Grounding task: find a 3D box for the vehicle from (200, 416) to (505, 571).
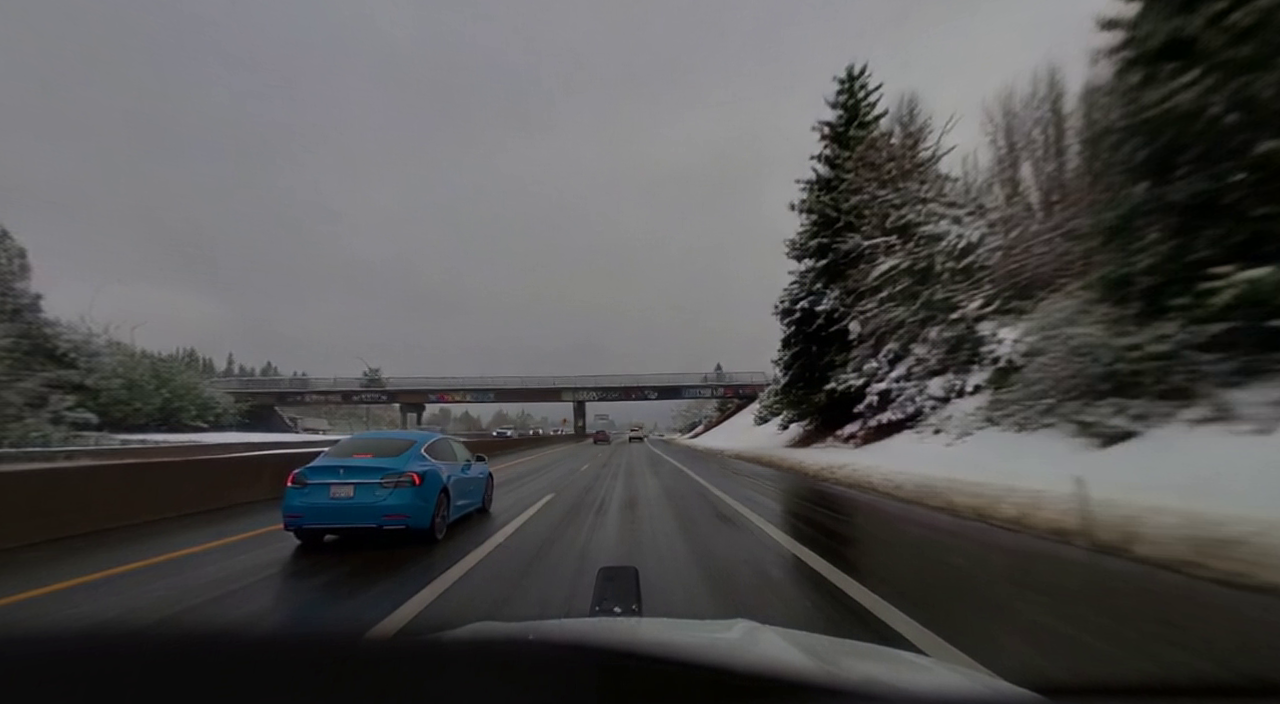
[{"bbox_3d":[-3.412,1.747,8.733,2.108,1.555,4.574,0,-8,-1],"label":"vehicle"}]
